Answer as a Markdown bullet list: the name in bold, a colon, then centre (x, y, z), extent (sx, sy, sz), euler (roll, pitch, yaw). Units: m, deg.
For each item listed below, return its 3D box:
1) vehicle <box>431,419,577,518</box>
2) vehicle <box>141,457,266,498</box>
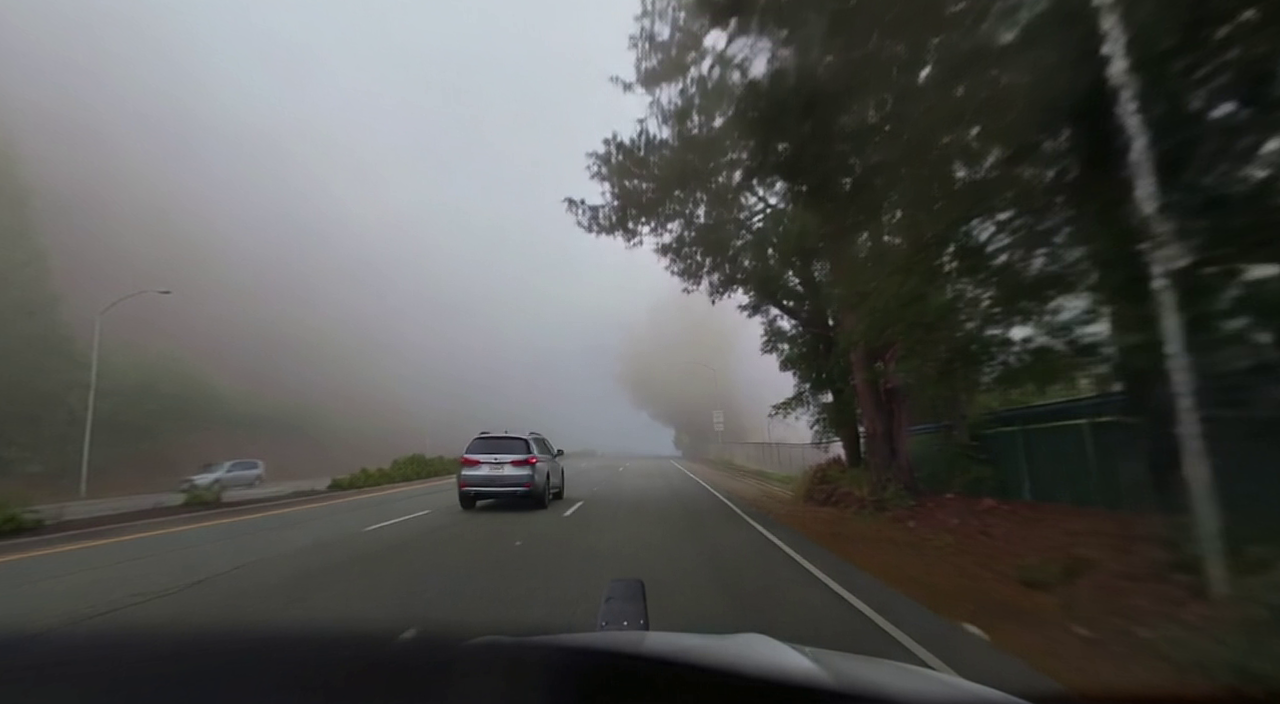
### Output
- **vehicle**: centre (-2.837, 2.575, 14.486), extent (2.160, 1.855, 4.695), euler (0, -8, 2)
- **vehicle**: centre (-18.776, 5.395, 27.456), extent (1.978, 1.541, 4.664), euler (0, -9, 2)
